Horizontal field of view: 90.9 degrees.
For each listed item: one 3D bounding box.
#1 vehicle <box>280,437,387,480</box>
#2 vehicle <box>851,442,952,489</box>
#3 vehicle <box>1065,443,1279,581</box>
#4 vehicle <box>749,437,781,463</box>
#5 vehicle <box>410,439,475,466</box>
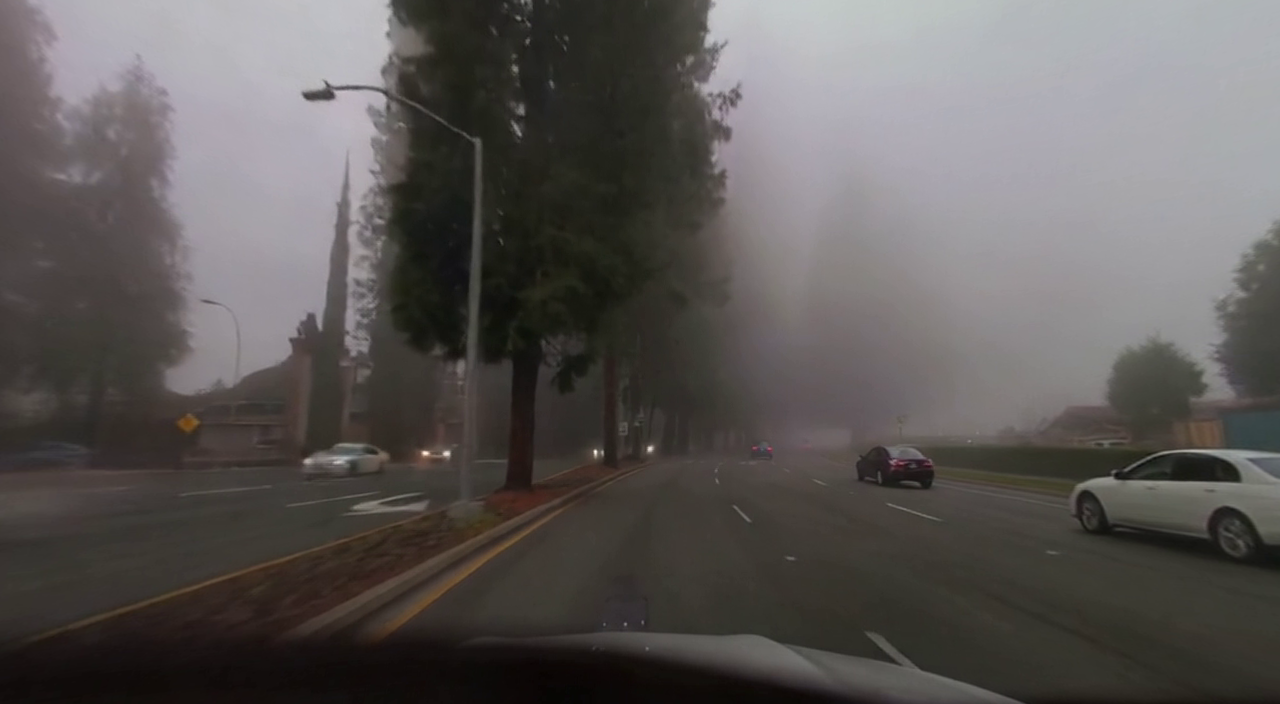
[{"bbox_3d":[-11.245,3.911,23.452,1.764,1.457,3.794,-1,-8,6],"label":"vehicle"},{"bbox_3d":[8.890,3.850,21.859,1.855,1.444,4.389,0,-8,4],"label":"vehicle"},{"bbox_3d":[7.442,1.792,7.539,1.783,1.386,4.433,0,-8,3],"label":"vehicle"},{"bbox_3d":[8.494,6.688,43.089,1.991,1.684,4.127,-1,-8,10],"label":"vehicle"},{"bbox_3d":[-12.955,6.614,41.702,1.952,1.686,4.494,-2,-8,15],"label":"vehicle"}]
